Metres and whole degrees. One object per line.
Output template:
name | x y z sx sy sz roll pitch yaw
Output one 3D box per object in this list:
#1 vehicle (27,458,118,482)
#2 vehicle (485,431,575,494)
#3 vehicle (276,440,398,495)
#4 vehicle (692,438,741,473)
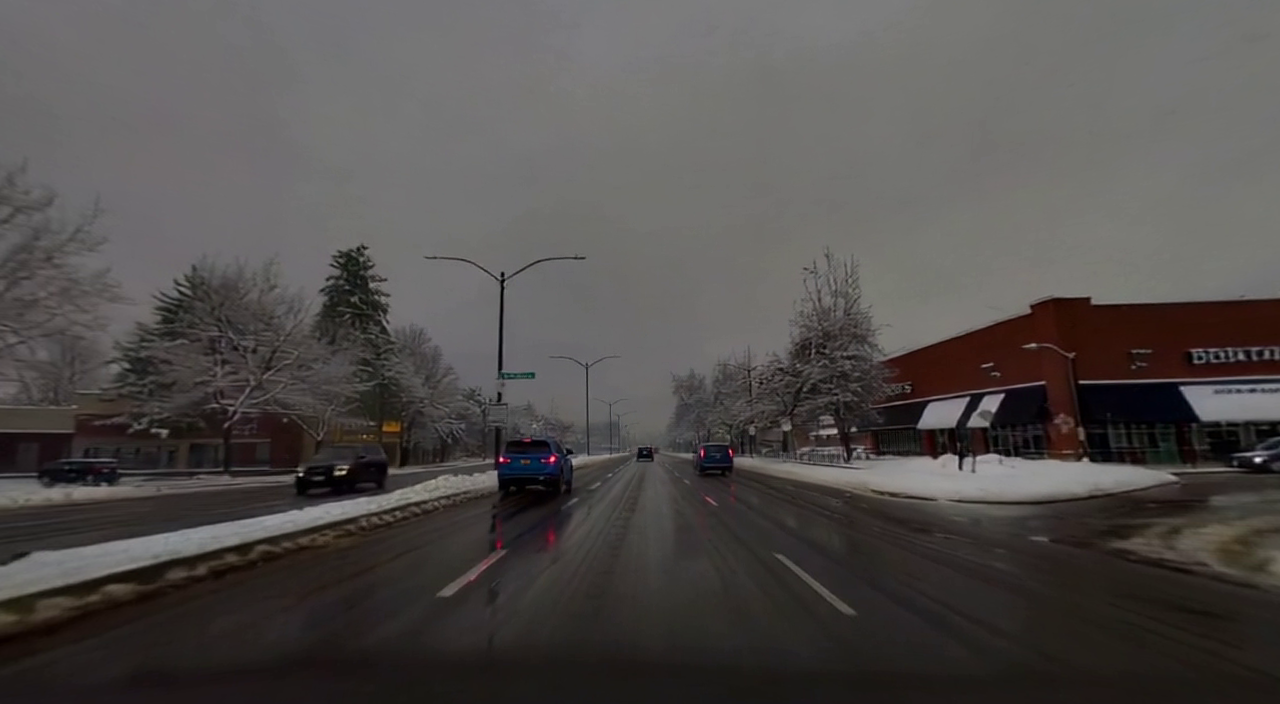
vehicle | -39.512 8.208 44.065 1.836 1.447 4.790 0 -8 1
vehicle | -3.450 3.561 20.690 2.047 1.810 4.414 0 -8 1
vehicle | -10.545 4.023 22.417 2.098 1.749 4.584 0 -8 -1
vehicle | 4.104 5.630 34.615 2.083 1.779 4.347 0 -8 -1
